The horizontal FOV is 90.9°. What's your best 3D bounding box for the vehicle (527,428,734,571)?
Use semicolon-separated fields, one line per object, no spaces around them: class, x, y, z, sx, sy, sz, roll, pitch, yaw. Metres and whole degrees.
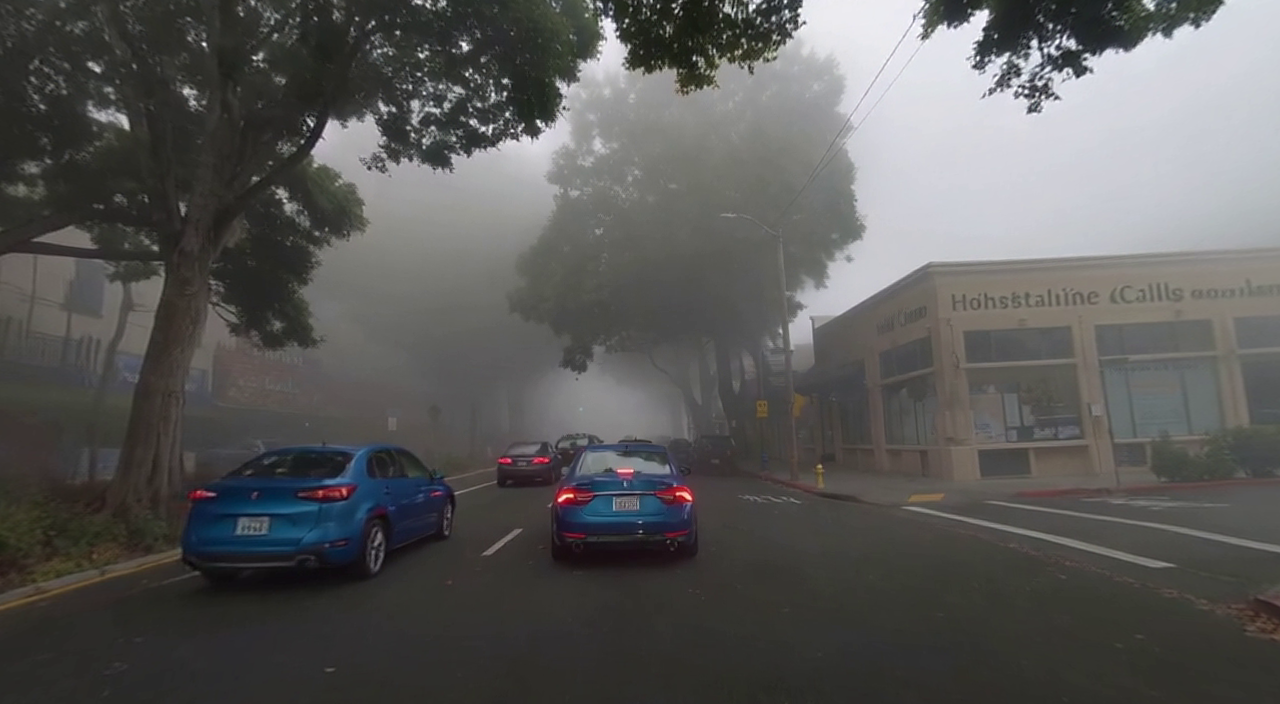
vehicle;-0.105;1.850;8.671;2.160;1.482;4.037;0;-9;0

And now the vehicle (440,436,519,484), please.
vehicle;-6.206;4.231;24.986;2.095;1.682;4.371;0;-9;-2

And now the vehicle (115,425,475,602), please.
vehicle;-3.449;1.670;7.388;1.905;1.473;4.016;0;-9;1
